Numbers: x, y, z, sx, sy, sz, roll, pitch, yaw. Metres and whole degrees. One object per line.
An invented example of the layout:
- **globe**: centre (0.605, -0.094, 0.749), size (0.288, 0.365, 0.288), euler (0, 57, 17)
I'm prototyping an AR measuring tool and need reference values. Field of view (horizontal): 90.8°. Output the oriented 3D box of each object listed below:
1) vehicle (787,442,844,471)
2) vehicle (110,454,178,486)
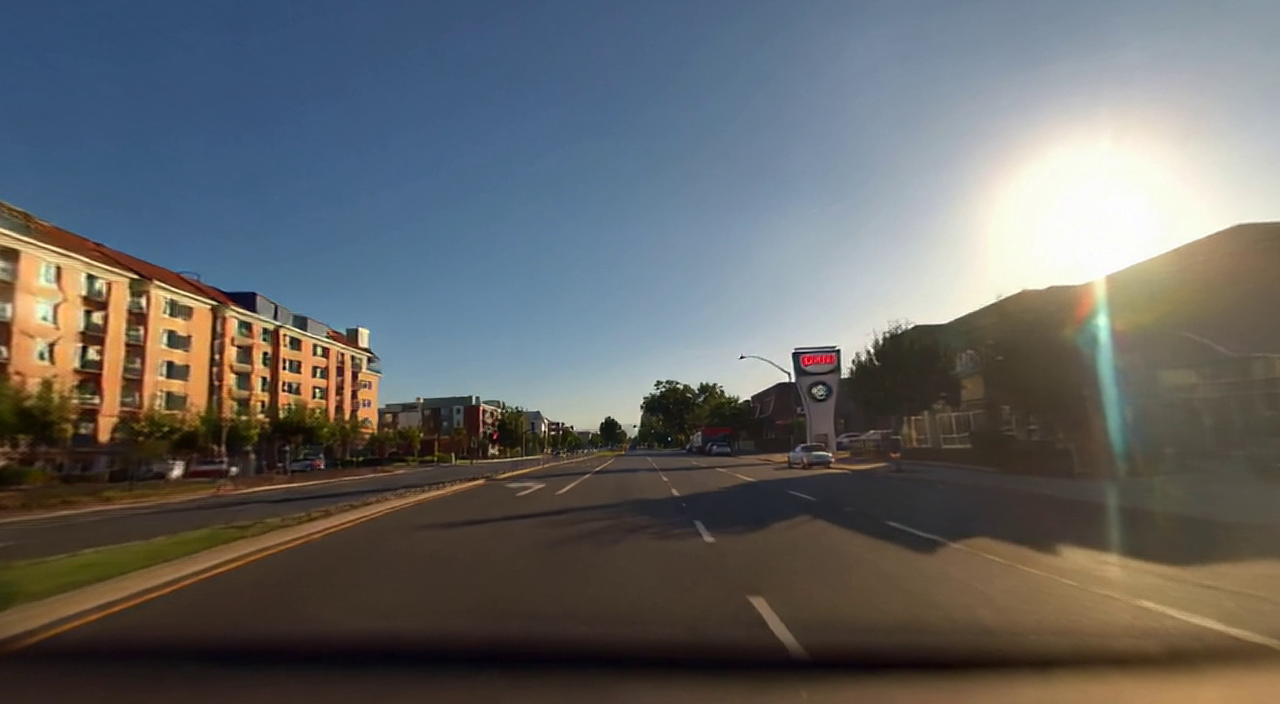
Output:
- **vehicle**: centre (10.116, 6.067, 36.780), size (1.886, 1.556, 4.513), euler (0, -8, -2)
- **vehicle**: centre (-34.923, 8.359, 44.673), size (2.341, 2.080, 5.408), euler (4, -12, -23)
